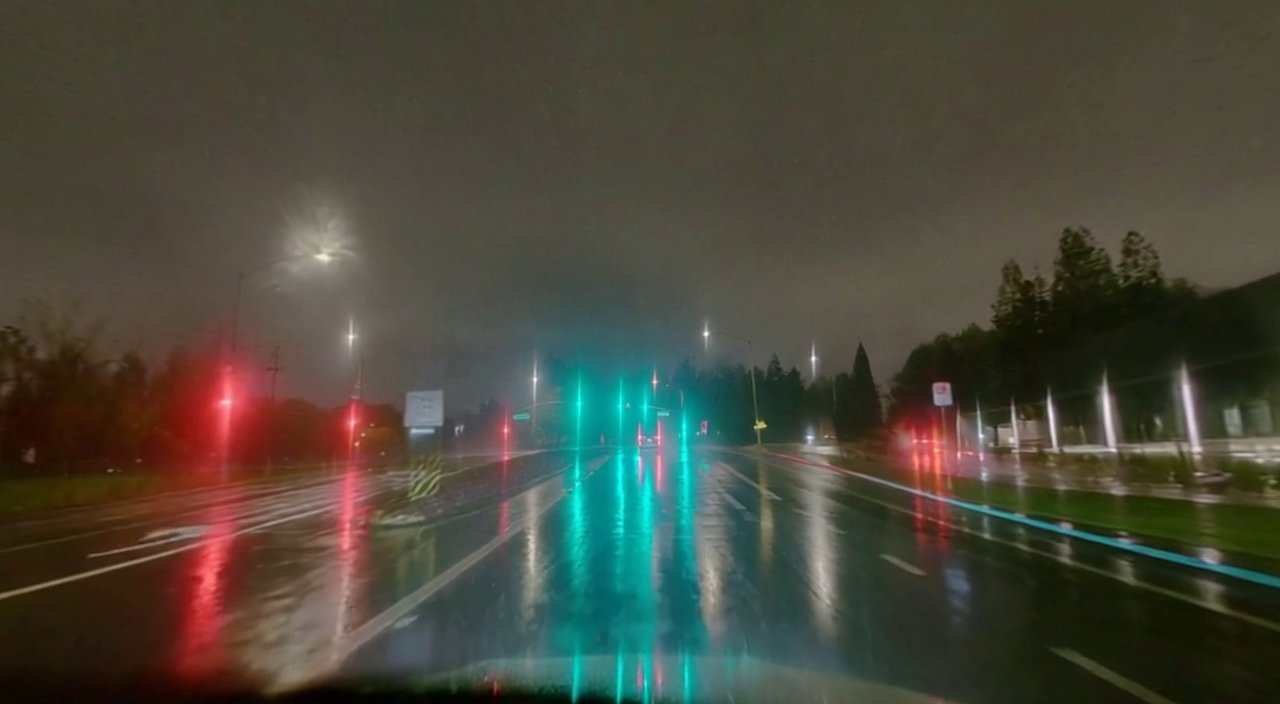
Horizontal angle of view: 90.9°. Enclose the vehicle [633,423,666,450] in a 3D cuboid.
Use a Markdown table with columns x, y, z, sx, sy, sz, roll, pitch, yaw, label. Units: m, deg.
| x | y | z | sx | sy | sz | roll | pitch | yaw | label |
| --- | --- | --- | --- | --- | --- | --- | --- | --- | --- |
| 0.689 | 6.527 | 48.530 | 2.371 | 1.926 | 5.099 | 0 | -8 | -1 | vehicle |
